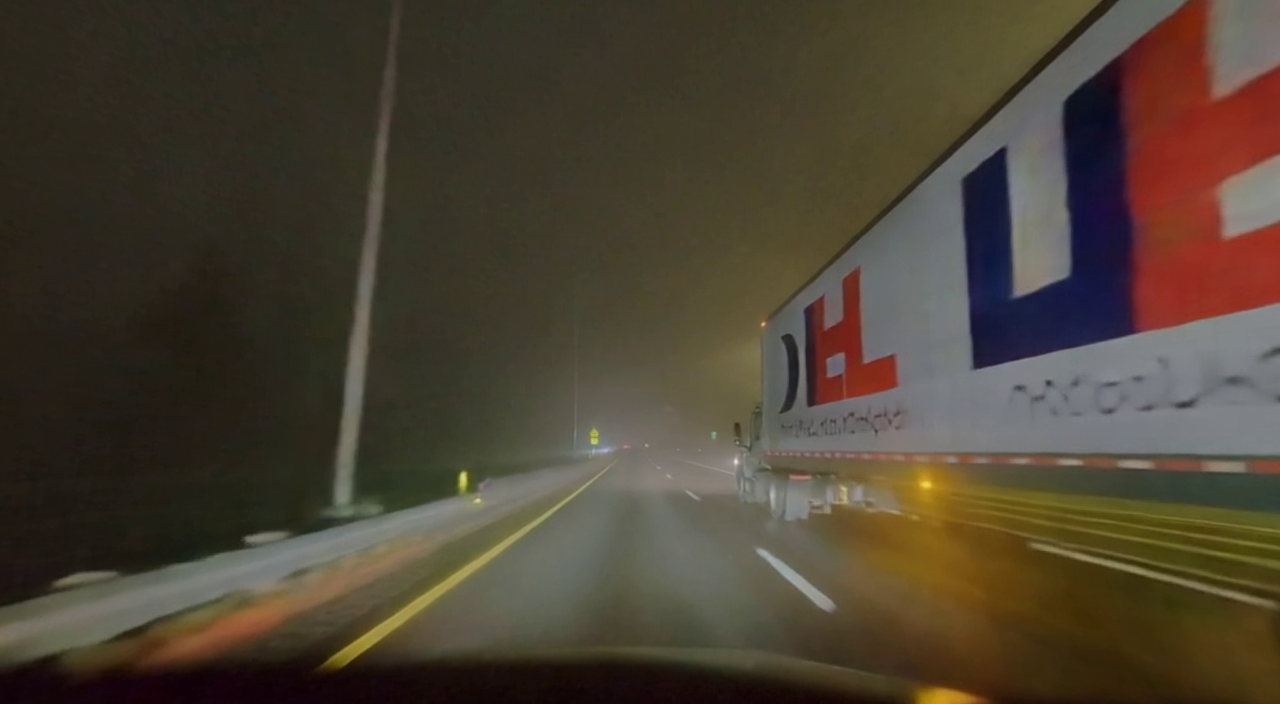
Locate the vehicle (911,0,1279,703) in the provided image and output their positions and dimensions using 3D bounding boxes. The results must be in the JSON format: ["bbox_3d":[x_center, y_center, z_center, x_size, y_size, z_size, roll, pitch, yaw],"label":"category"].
[{"bbox_3d":[3.787,-0.572,1.036,2.879,4.075,8.126,0,-9,-1],"label":"vehicle"}]
